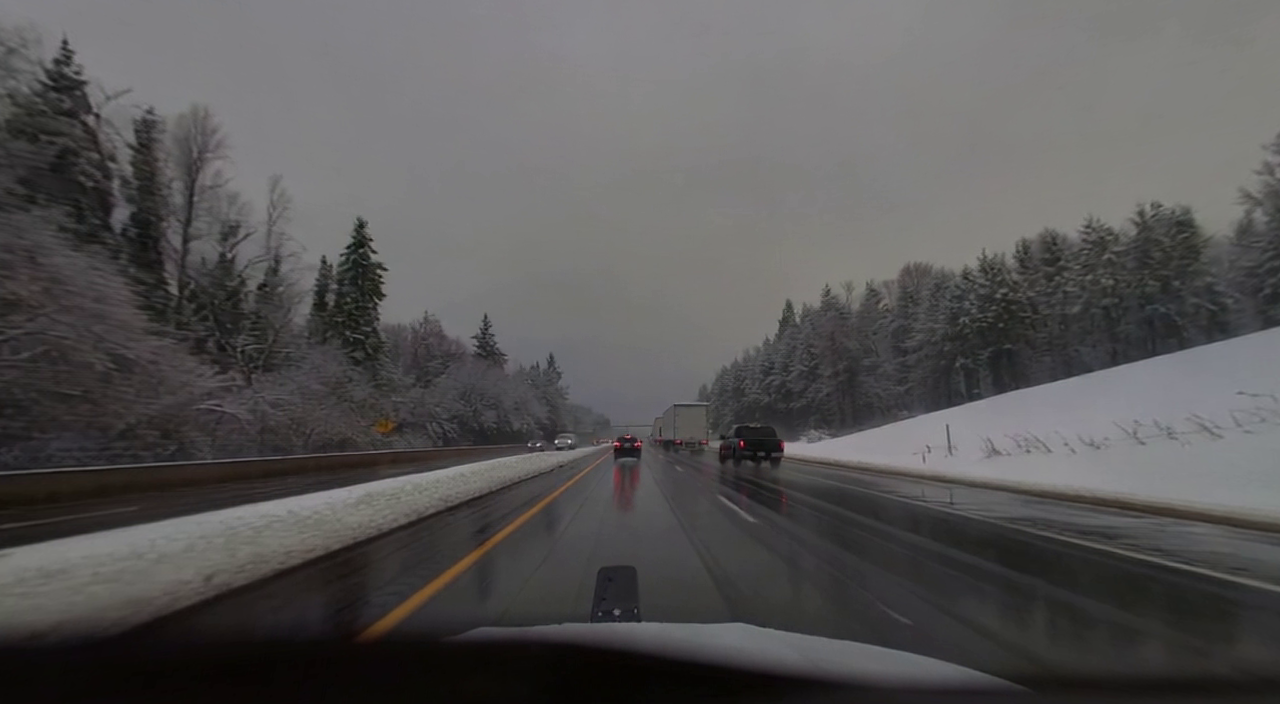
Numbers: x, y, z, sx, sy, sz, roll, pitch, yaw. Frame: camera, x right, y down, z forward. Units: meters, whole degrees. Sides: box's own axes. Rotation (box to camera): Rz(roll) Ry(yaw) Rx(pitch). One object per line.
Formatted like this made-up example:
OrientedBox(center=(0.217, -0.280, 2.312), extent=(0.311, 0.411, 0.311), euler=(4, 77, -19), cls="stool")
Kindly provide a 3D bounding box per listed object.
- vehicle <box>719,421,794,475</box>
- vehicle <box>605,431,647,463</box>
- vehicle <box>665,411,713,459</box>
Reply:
OrientedBox(center=(4.458, 3.741, 24.867), extent=(2.073, 1.905, 4.023), euler=(0, -8, -2), cls="vehicle")
OrientedBox(center=(-0.769, 5.288, 35.339), extent=(2.206, 1.681, 4.111), euler=(0, -8, -1), cls="vehicle")
OrientedBox(center=(3.256, 5.787, 43.871), extent=(2.728, 3.053, 7.708), euler=(0, -8, 0), cls="vehicle")
